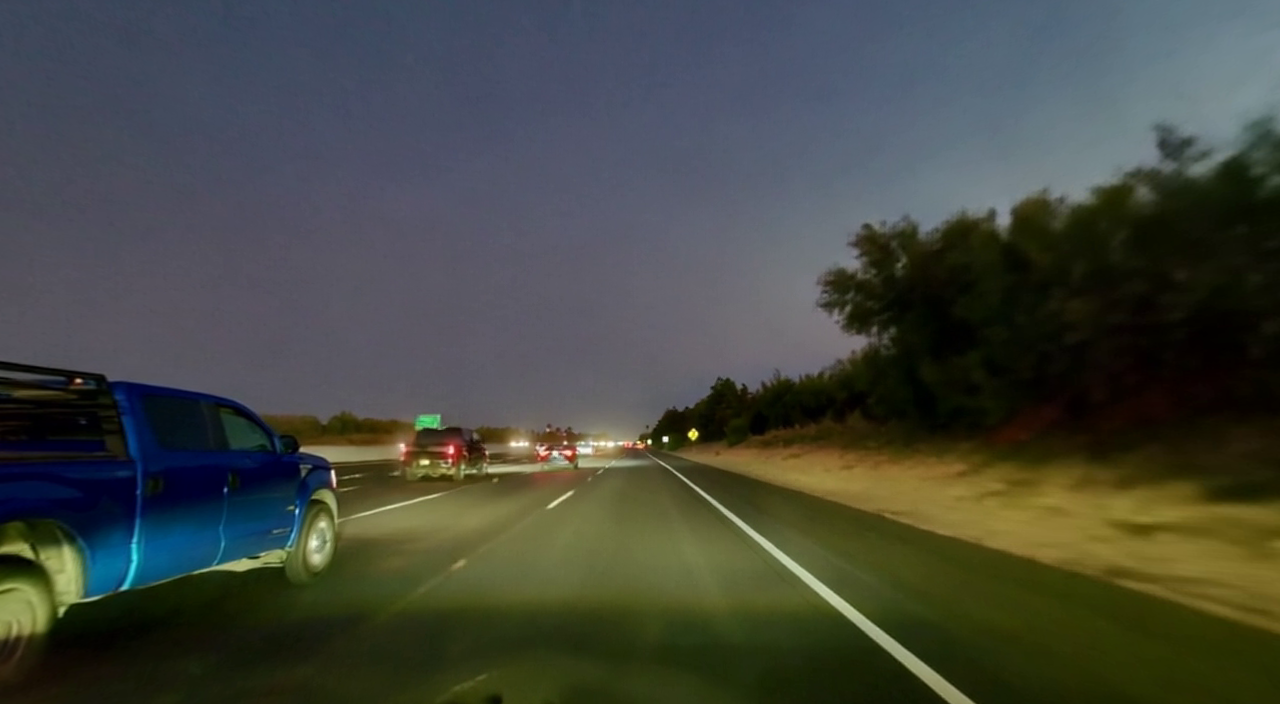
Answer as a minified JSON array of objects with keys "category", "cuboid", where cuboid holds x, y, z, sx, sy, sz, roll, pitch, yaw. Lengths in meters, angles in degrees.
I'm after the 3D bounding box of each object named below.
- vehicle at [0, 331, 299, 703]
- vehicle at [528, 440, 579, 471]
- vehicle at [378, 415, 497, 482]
[{"category":"vehicle","cuboid":[-4.004,0.792,2.686,2.200,1.807,5.041,0,-9,1]},{"category":"vehicle","cuboid":[-4.391,5.356,32.696,2.012,1.509,4.359,0,-9,1]},{"category":"vehicle","cuboid":[-7.563,3.715,24.415,2.594,2.254,6.028,0,-9,0]}]
